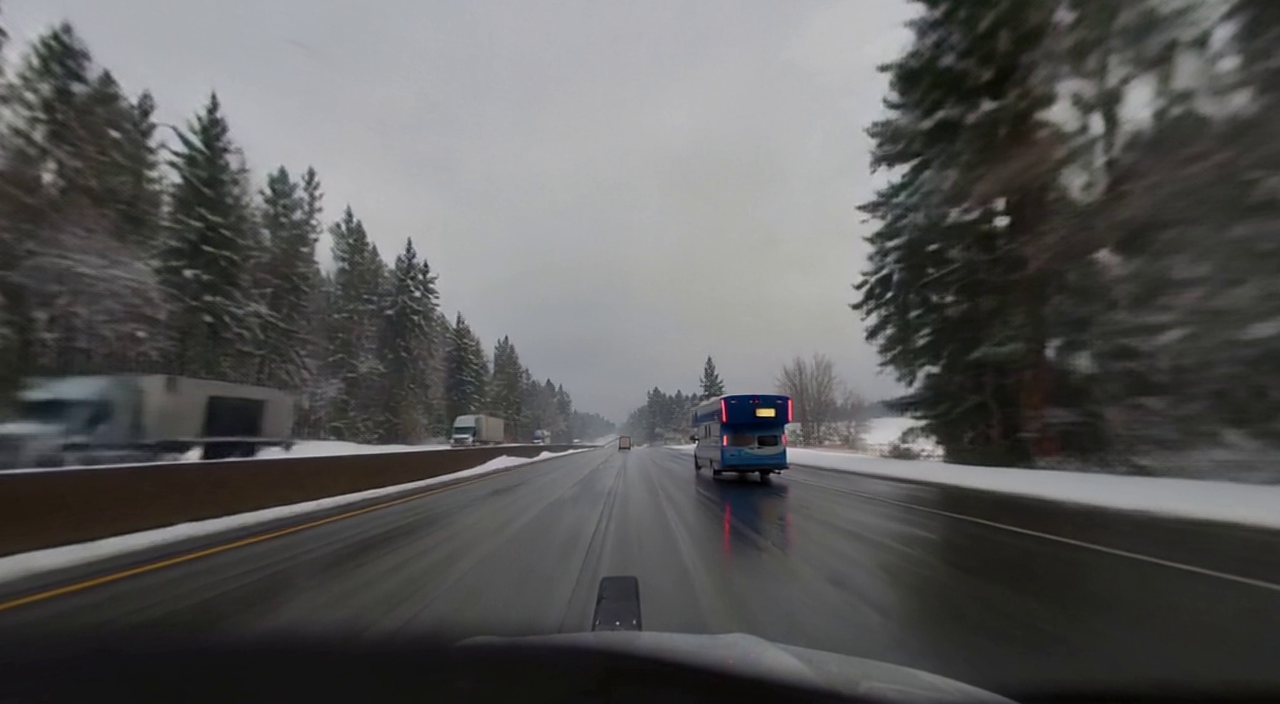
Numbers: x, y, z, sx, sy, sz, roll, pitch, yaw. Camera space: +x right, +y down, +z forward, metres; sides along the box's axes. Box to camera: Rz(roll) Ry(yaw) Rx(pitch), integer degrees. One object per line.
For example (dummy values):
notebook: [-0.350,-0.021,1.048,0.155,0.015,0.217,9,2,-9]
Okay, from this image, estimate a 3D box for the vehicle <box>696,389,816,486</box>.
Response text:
vehicle: [3.777,3.037,22.421,2.815,2.876,7.101,0,-8,-1]

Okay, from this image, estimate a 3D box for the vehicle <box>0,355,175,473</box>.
vehicle: [-19.381,2.224,22.254,3.298,3.890,2.971,0,-8,-3]

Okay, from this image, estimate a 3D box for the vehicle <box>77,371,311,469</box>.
vehicle: [-19.675,3.296,29.239,2.795,3.656,11.197,0,-8,-1]
